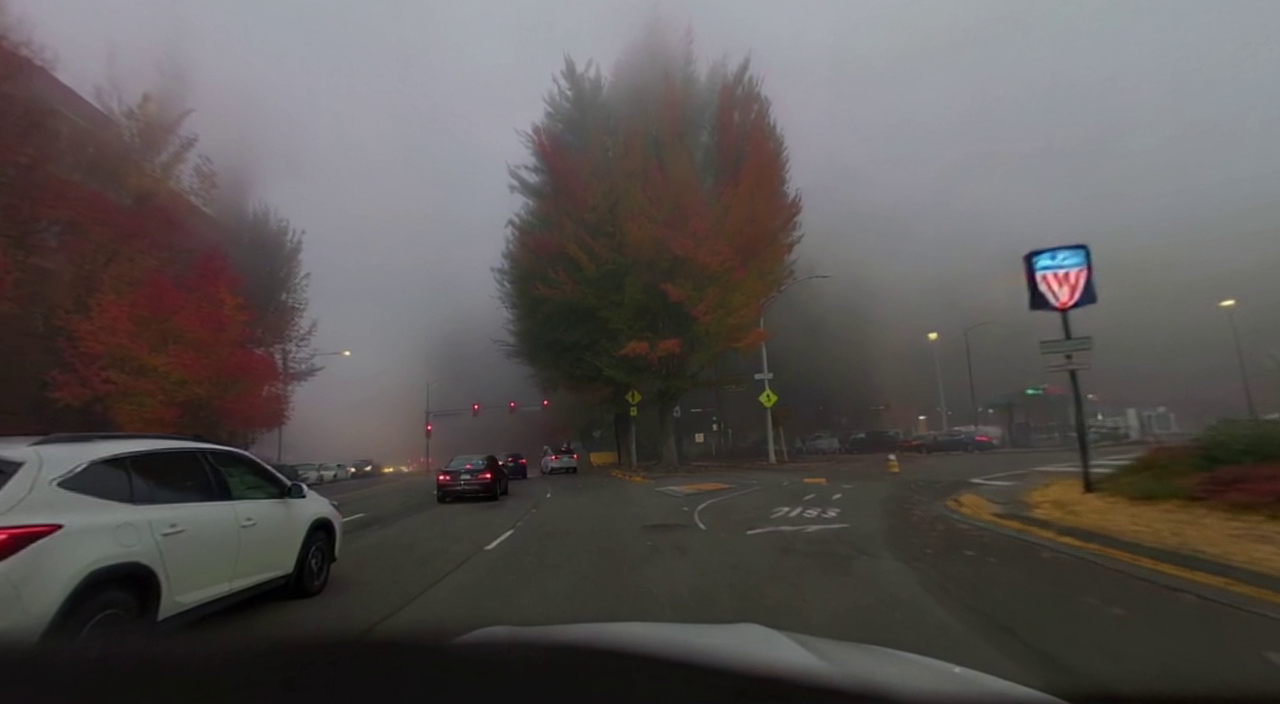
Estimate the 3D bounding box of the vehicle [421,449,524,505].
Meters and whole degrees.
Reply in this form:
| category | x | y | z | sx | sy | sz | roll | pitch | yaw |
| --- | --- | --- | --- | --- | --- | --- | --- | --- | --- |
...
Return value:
| category | x | y | z | sx | sy | sz | roll | pitch | yaw |
| --- | --- | --- | --- | --- | --- | --- | --- | --- | --- |
| vehicle | -5.061 | 3.839 | 19.908 | 2.090 | 1.506 | 5.326 | 1 | -9 | -3 |

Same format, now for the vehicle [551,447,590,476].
| category | x | y | z | sx | sy | sz | roll | pitch | yaw |
| --- | --- | --- | --- | --- | --- | --- | --- | --- | --- |
| vehicle | -4.373 | 6.789 | 39.219 | 2.144 | 1.704 | 4.028 | 2 | -9 | -10 |

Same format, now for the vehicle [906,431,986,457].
| category | x | y | z | sx | sy | sz | roll | pitch | yaw |
| --- | --- | --- | --- | --- | --- | --- | --- | --- | --- |
| vehicle | 22.309 | 6.763 | 46.083 | 2.017 | 1.746 | 4.727 | 7 | -11 | -37 |

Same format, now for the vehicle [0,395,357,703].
| category | x | y | z | sx | sy | sz | roll | pitch | yaw |
| --- | --- | --- | --- | --- | --- | --- | --- | --- | --- |
| vehicle | -4.137 | 1.273 | 4.535 | 2.085 | 1.663 | 4.513 | 1 | -9 | 0 |
